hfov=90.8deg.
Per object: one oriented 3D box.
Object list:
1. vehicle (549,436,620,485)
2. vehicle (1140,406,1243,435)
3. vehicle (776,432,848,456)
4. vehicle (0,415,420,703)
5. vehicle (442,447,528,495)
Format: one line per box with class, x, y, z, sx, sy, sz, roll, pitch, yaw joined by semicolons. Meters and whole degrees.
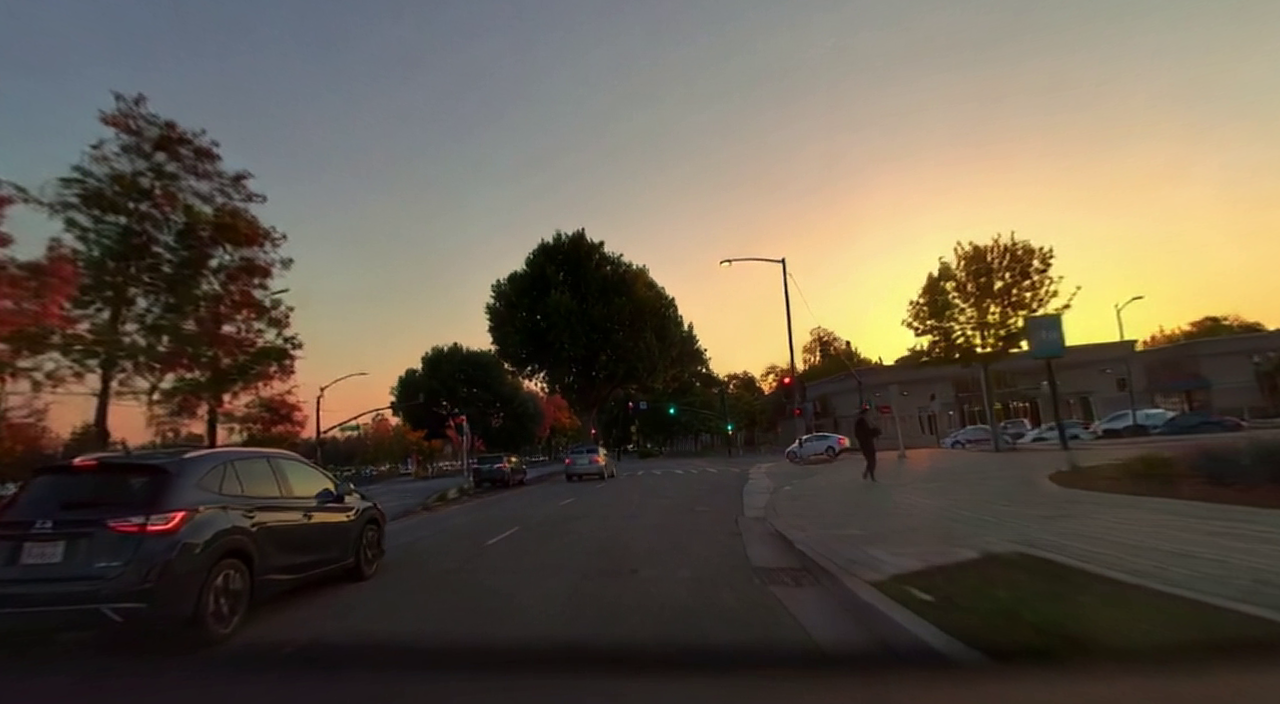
vehicle;-2.277;4.641;27.074;2.167;1.832;4.679;-2;-10;6
vehicle;36.352;4.602;41.831;4.852;1.680;1.997;-6;-11;36
vehicle;13.242;7.162;48.836;4.916;1.746;2.077;-7;-11;36
vehicle;-3.808;1.528;5.735;2.002;1.664;4.113;-2;-8;3
vehicle;-6.452;4.976;26.871;2.160;1.779;4.549;-3;-9;5
